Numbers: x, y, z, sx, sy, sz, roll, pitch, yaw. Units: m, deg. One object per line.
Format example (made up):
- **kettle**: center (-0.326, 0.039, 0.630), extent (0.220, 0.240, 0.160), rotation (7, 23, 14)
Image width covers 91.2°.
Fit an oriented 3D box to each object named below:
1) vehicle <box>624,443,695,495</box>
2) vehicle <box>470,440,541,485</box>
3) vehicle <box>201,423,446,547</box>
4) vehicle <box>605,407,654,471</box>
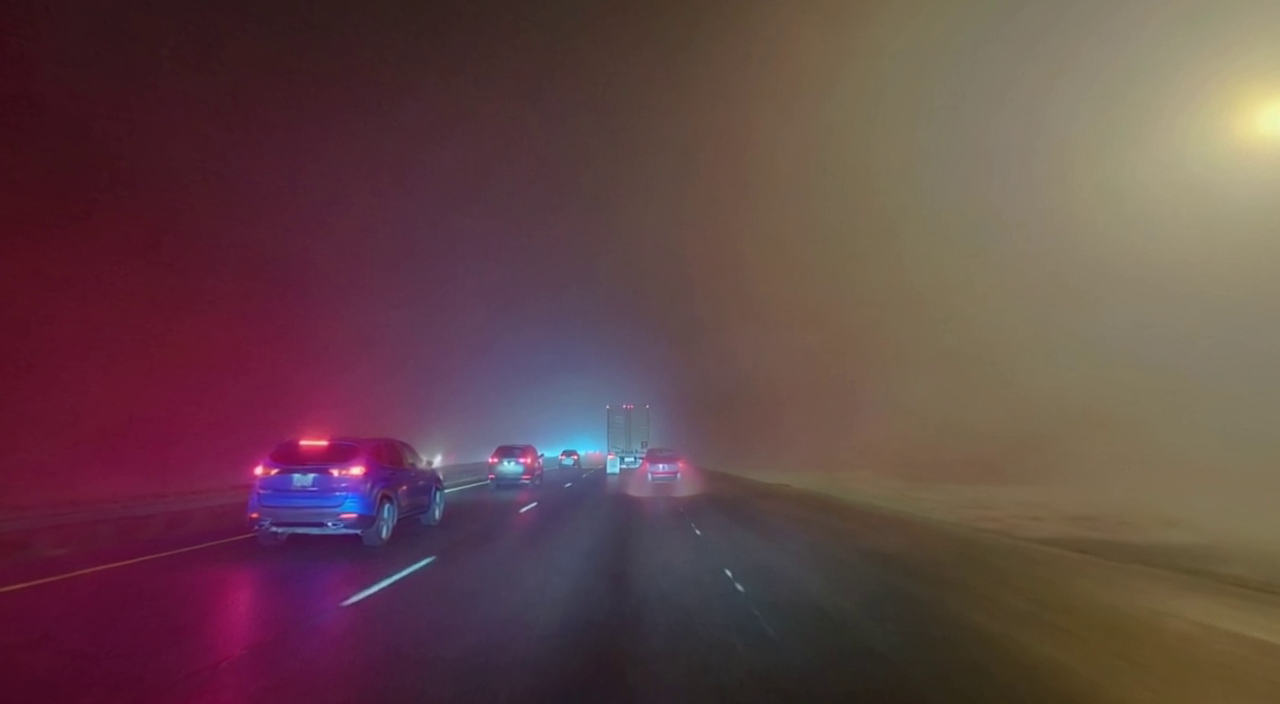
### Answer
- **vehicle**: center (0.525, 3.748, 20.474), extent (2.026, 1.489, 4.045), rotation (0, -9, -2)
- **vehicle**: center (-5.368, 4.467, 25.549), extent (2.035, 1.664, 4.064), rotation (0, -9, -1)
- **vehicle**: center (-5.021, 2.157, 10.775), extent (2.100, 1.671, 4.105), rotation (0, -9, -1)
- **vehicle**: center (-0.916, 6.380, 45.525), extent (3.113, 4.066, 10.786), rotation (0, -9, -3)
